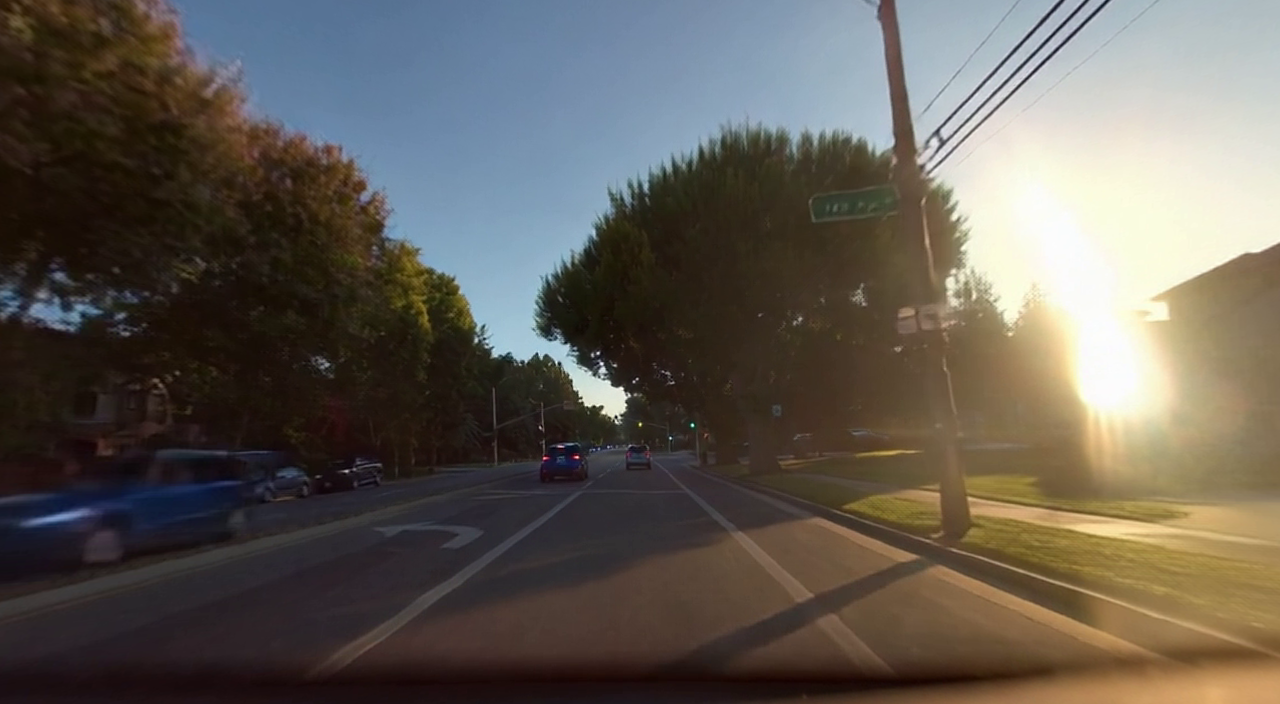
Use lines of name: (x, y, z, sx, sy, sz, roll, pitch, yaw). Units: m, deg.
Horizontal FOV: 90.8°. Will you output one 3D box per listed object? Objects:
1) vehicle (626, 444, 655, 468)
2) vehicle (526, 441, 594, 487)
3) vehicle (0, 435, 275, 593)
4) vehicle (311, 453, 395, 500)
vehicle: (-0.005, 7.936, 48.329, 2.088, 1.735, 4.801, 0, -9, -1)
vehicle: (-3.226, 4.606, 26.338, 2.097, 1.755, 4.336, 0, -9, 2)
vehicle: (-7.891, 2.226, 9.462, 2.084, 1.731, 4.595, -4, -9, 1)
vehicle: (-14.158, 6.114, 31.483, 1.996, 1.886, 4.692, -5, -9, 0)
